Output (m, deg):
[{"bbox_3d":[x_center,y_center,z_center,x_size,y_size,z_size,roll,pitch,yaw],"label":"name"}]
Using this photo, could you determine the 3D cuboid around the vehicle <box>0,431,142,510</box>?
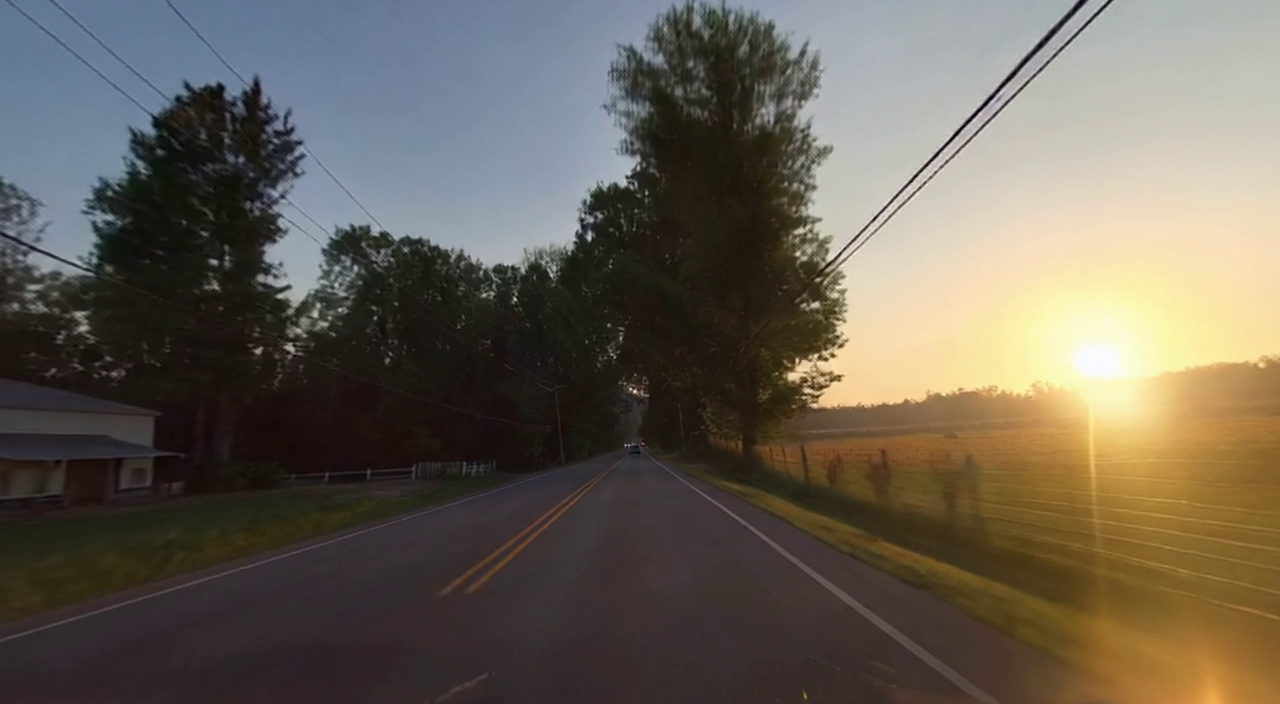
[{"bbox_3d":[-27.123,5.171,27.911,2.681,3.188,7.534,-4,-9,18],"label":"vehicle"}]
